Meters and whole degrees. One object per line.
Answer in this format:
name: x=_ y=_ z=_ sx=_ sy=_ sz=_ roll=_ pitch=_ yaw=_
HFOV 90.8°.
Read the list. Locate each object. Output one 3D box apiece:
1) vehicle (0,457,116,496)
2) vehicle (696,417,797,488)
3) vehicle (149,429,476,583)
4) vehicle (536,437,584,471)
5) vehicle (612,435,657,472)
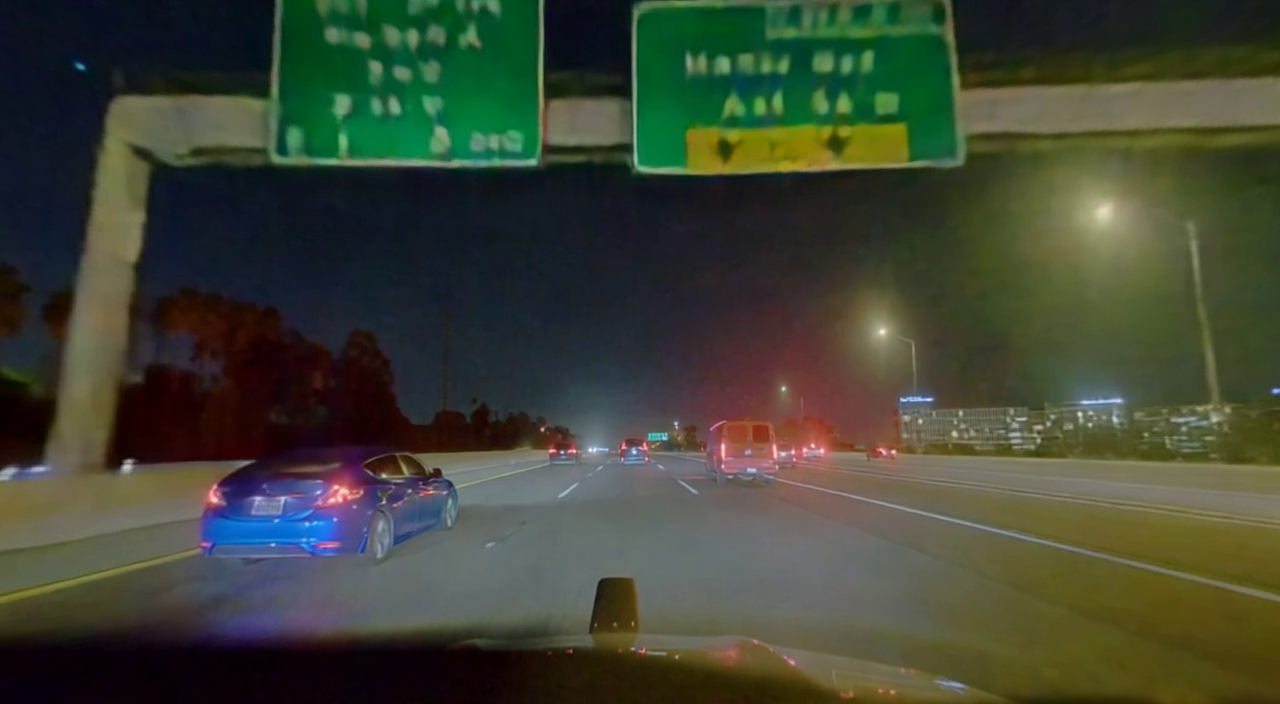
vehicle: x=-25.310 y=5.301 z=27.229 sx=1.806 sy=1.471 sz=4.273 roll=0 pitch=-9 yaw=0
vehicle: x=3.419 y=3.408 z=21.583 sx=2.250 sy=2.074 sz=5.723 roll=0 pitch=-9 yaw=-2
vehicle: x=-3.757 y=1.829 z=8.380 sx=1.991 sy=1.469 sz=4.381 roll=0 pitch=-9 yaw=0
vehicle: x=-4.459 y=5.767 z=35.891 sx=2.109 sy=1.793 sz=4.613 roll=0 pitch=-9 yaw=0
vehicle: x=-0.285 y=5.375 z=33.560 sx=2.212 sy=1.786 sz=4.198 roll=0 pitch=-9 yaw=-1
